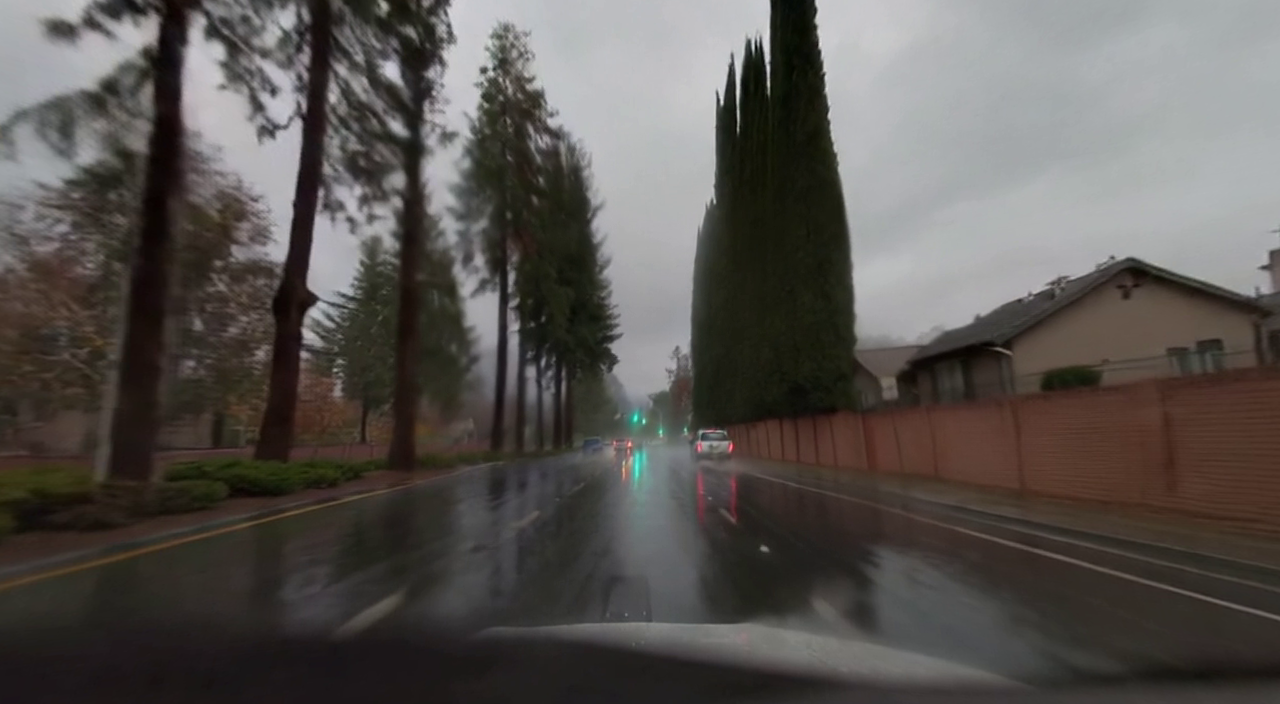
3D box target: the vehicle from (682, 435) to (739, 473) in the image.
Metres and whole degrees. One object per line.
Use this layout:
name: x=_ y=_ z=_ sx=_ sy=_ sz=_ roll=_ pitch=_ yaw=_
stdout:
vehicle: x=3.432 y=5.076 z=31.621 sx=2.321 sy=1.695 sz=5.037 roll=0 pitch=-8 yaw=1
